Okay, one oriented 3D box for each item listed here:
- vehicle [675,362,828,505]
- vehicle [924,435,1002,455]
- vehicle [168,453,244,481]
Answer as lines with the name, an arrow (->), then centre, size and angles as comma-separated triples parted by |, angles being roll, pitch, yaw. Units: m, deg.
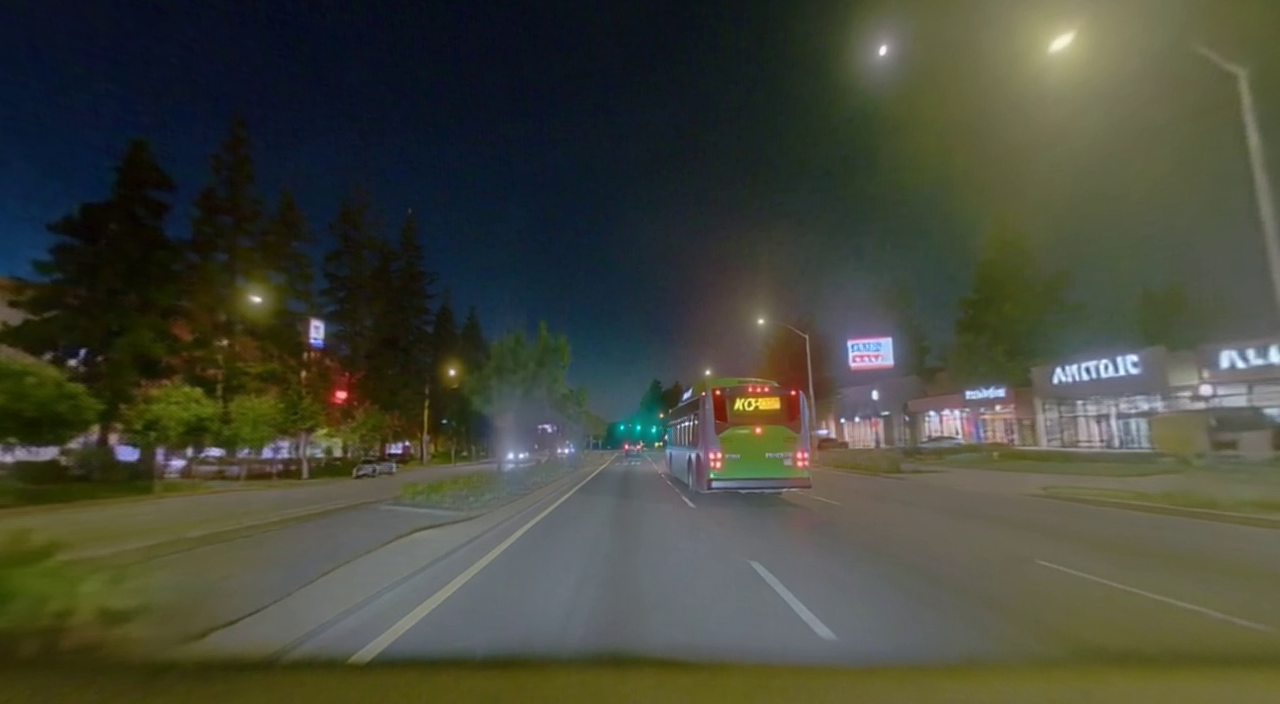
vehicle -> 2.824, 2.543, 19.278 | 2.766, 3.306, 9.281 | 0, -8, -1
vehicle -> 23.854, 6.876, 46.591 | 4.659, 1.434, 1.900 | -1, -8, 2
vehicle -> -32.142, 8.502, 46.818 | 2.119, 1.714, 4.993 | -2, -8, 0
